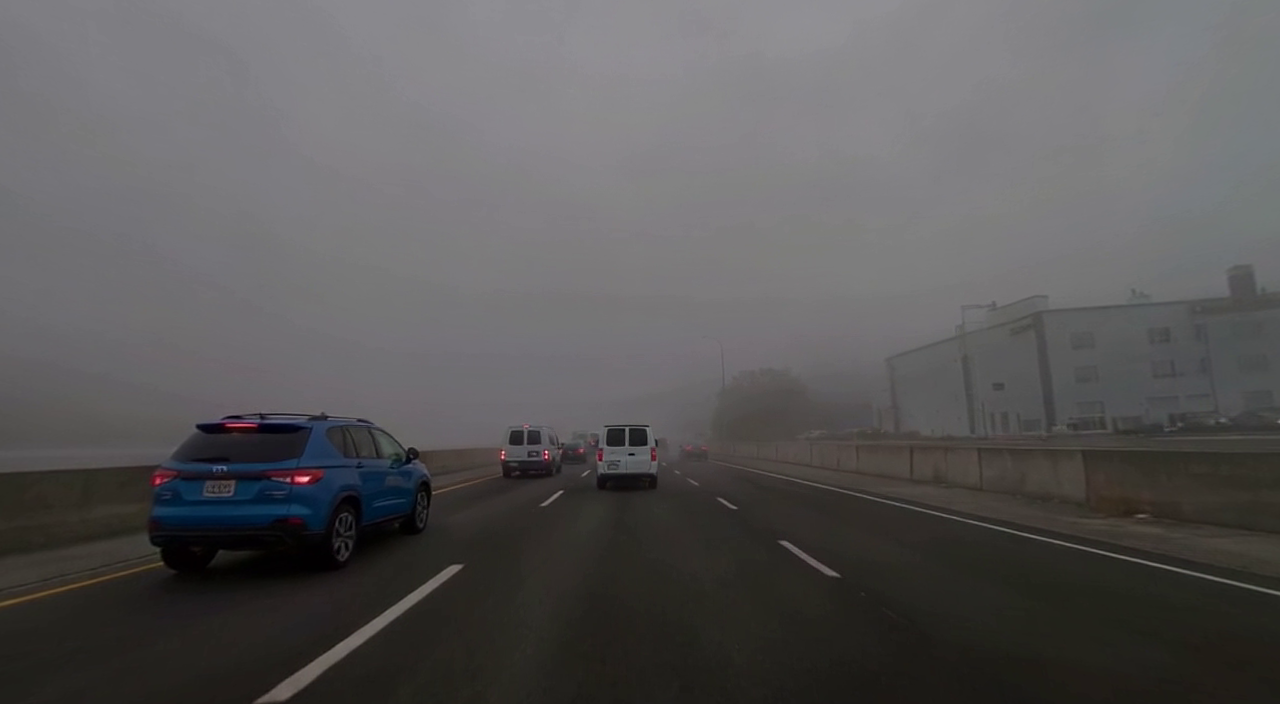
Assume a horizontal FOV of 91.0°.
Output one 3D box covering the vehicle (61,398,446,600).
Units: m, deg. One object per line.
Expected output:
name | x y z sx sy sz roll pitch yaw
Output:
vehicle | -3.992 1.562 7.638 1.972 1.703 4.333 0 -8 -1

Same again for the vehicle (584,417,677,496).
vehicle | -0.298 2.902 17.883 2.304 1.925 4.282 0 -8 -1

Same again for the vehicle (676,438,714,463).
vehicle | 3.600 6.490 41.621 1.999 1.494 3.833 0 -8 -3

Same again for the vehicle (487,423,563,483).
vehicle | -4.095 3.666 23.119 2.038 1.936 4.300 0 -8 -1
